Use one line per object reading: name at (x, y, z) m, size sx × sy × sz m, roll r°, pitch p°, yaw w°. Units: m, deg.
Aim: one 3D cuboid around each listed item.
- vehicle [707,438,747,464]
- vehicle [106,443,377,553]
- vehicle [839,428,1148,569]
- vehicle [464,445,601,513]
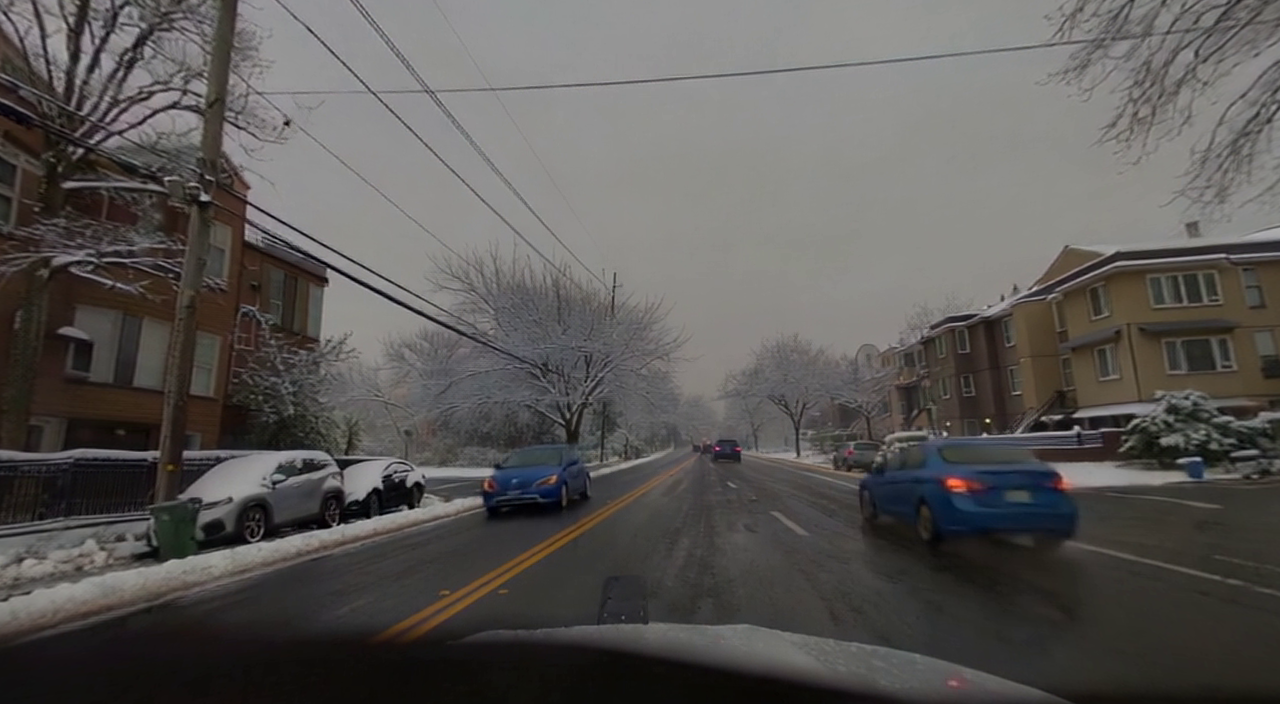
vehicle at (6.130, 7.056, 45.015) m, size 2.306 × 1.719 × 4.805 m, roll 0°, pitch -8°, yaw 2°
vehicle at (-7.750, 2.822, 13.014) m, size 2.381 × 1.825 × 4.652 m, roll -1°, pitch -8°, yaw 3°
vehicle at (4.562, 1.926, 9.120) m, size 2.052 × 1.506 × 4.432 m, roll -1°, pitch -8°, yaw 3°
vehicle at (-2.470, 3.068, 15.806) m, size 2.155 × 1.436 × 4.501 m, roll -1°, pitch -8°, yaw 7°
